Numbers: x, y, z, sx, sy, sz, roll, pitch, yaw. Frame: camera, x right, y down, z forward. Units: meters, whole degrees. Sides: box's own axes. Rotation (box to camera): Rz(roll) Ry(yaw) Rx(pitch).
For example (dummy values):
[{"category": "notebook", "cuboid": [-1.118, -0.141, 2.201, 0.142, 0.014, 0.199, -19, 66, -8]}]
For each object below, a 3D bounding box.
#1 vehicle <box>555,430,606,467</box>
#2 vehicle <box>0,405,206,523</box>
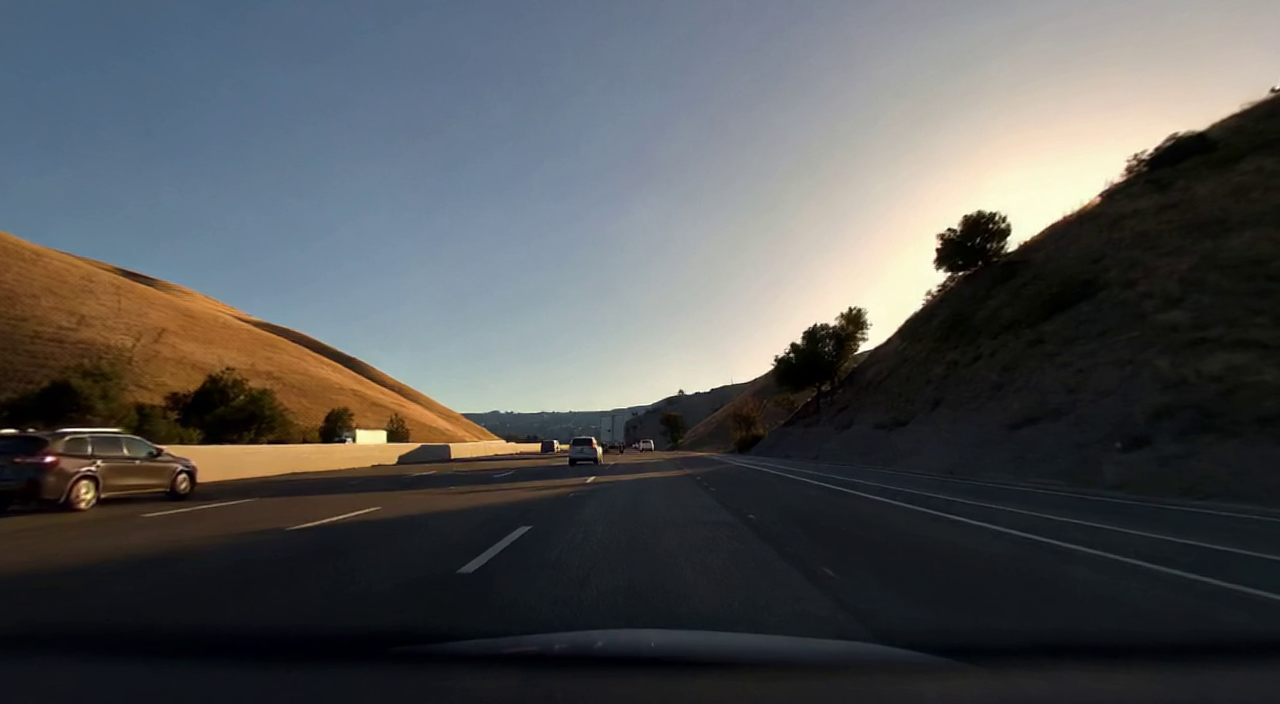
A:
[{"category": "vehicle", "cuboid": [-2.913, 4.824, 31.477, 2.099, 1.734, 4.413, 0, -8, 0]}, {"category": "vehicle", "cuboid": [-11.005, 1.993, 11.500, 2.130, 1.828, 5.523, 0, -8, 0]}]
